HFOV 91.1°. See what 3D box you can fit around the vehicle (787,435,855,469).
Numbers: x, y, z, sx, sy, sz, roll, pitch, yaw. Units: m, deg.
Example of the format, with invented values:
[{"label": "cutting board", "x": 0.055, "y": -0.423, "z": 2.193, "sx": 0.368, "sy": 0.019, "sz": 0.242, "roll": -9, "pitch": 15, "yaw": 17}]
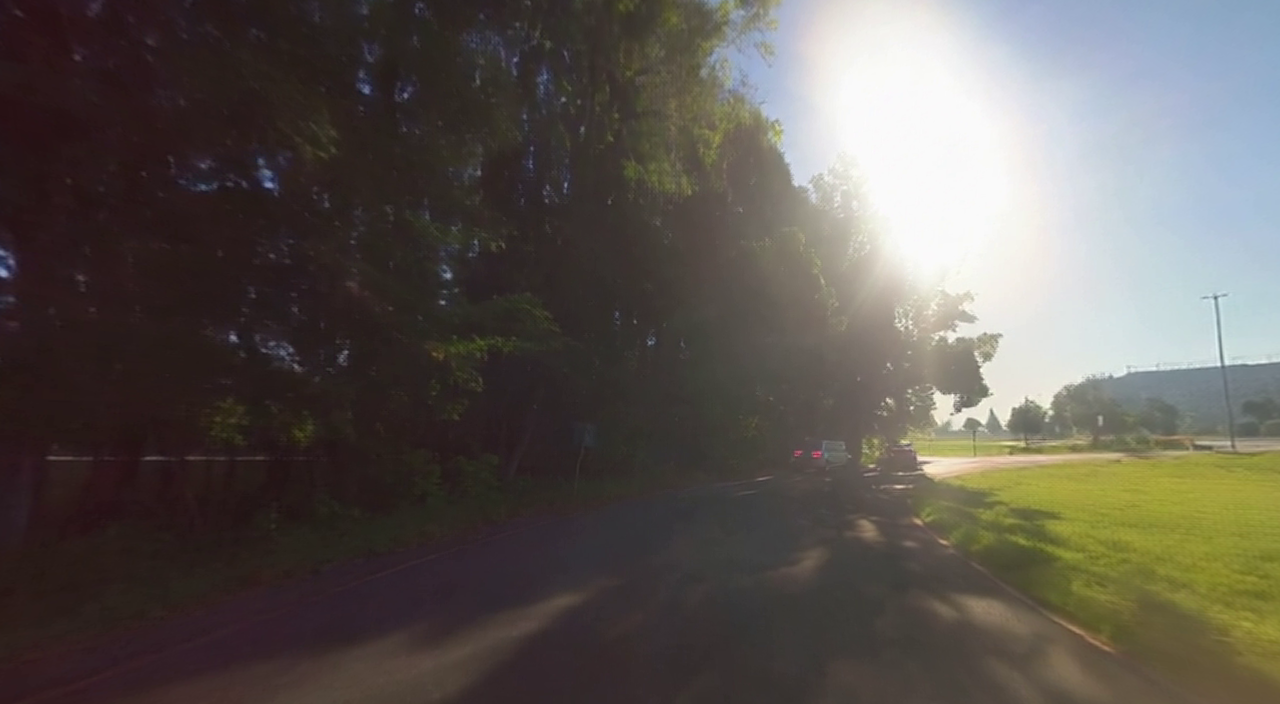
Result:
[{"label": "vehicle", "x": 10.354, "y": 5.665, "z": 35.800, "sx": 1.988, "sy": 1.789, "sz": 4.257, "roll": -6, "pitch": -11, "yaw": 42}]
